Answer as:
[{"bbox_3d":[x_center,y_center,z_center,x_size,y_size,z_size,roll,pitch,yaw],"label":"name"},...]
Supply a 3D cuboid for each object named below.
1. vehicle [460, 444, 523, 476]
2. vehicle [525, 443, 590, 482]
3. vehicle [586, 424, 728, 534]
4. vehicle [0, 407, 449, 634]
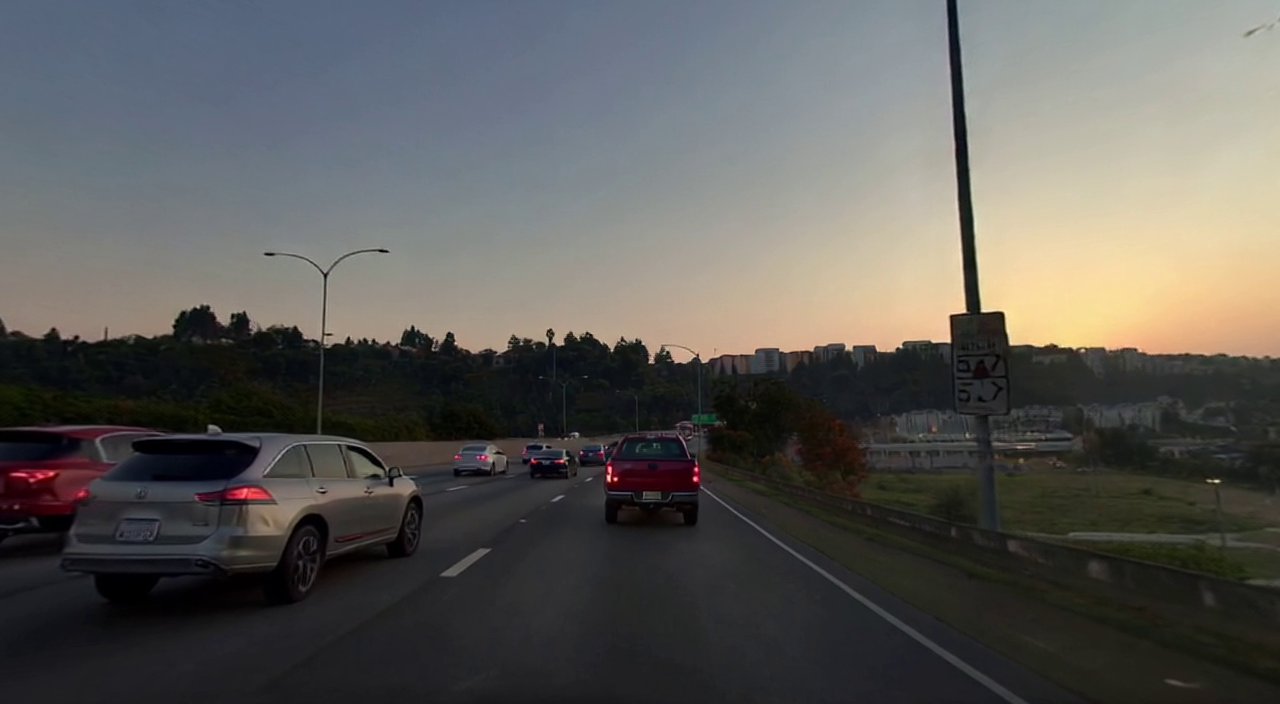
[{"bbox_3d":[-7.276,5.334,31.470,1.856,1.459,4.251,-1,-9,4],"label":"vehicle"},{"bbox_3d":[-3.289,4.490,26.004,1.868,1.470,4.105,-1,-9,4],"label":"vehicle"},{"bbox_3d":[0.290,2.357,12.287,2.235,1.716,4.435,0,-9,1],"label":"vehicle"},{"bbox_3d":[-3.957,1.603,7.027,2.076,1.688,4.334,-1,-9,3],"label":"vehicle"}]
